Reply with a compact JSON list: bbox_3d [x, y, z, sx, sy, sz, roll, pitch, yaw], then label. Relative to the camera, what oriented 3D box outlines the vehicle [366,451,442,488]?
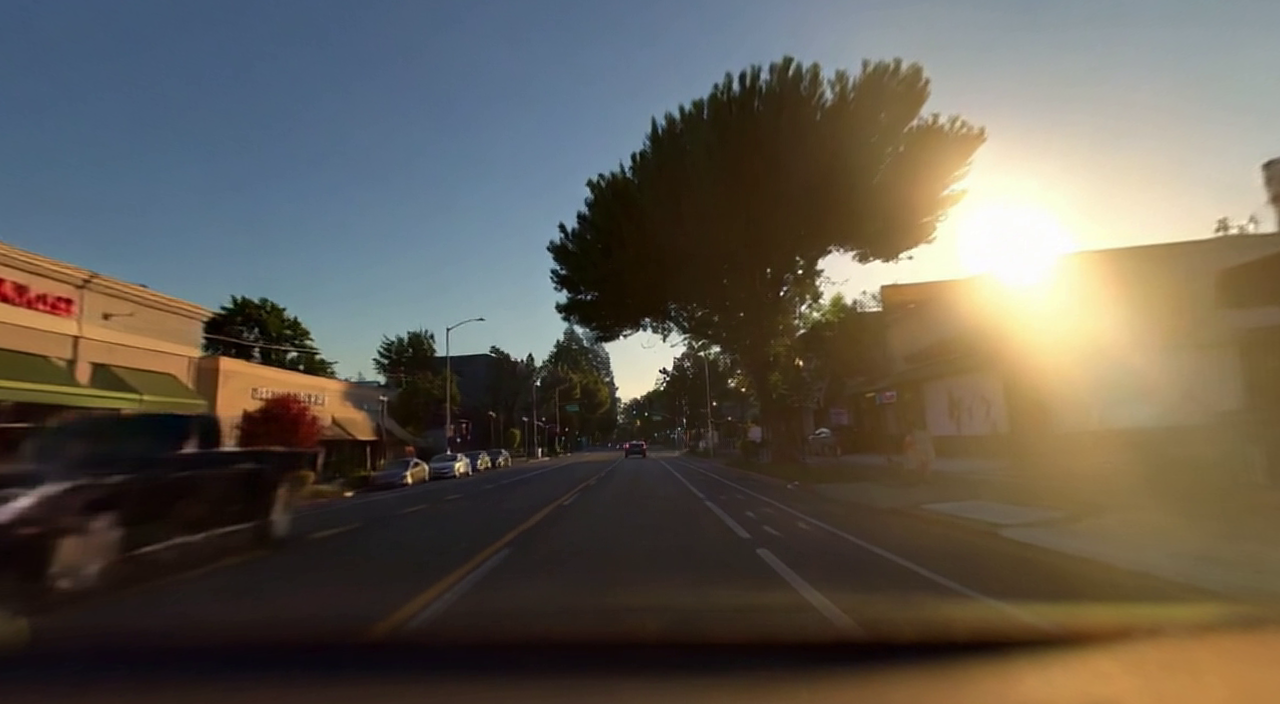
[{"bbox_3d":[-10.749,5.365,29.158,1.784,1.502,4.344,0,-8,0],"label":"vehicle"}]

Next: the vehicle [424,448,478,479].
[{"bbox_3d":[-10.754,6.349,36.280,1.837,1.586,4.155,0,-8,0],"label":"vehicle"}]

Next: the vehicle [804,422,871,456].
[{"bbox_3d":[12.501,5.614,40.459,2.532,1.997,5.001,0,-9,-2],"label":"vehicle"}]

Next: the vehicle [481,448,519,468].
[{"bbox_3d":[-10.820,8.224,49.145,1.828,1.470,4.523,0,-8,0],"label":"vehicle"}]

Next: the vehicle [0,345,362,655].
[{"bbox_3d":[-5.417,1.351,6.695,2.267,2.070,5.719,0,-8,1],"label":"vehicle"}]
